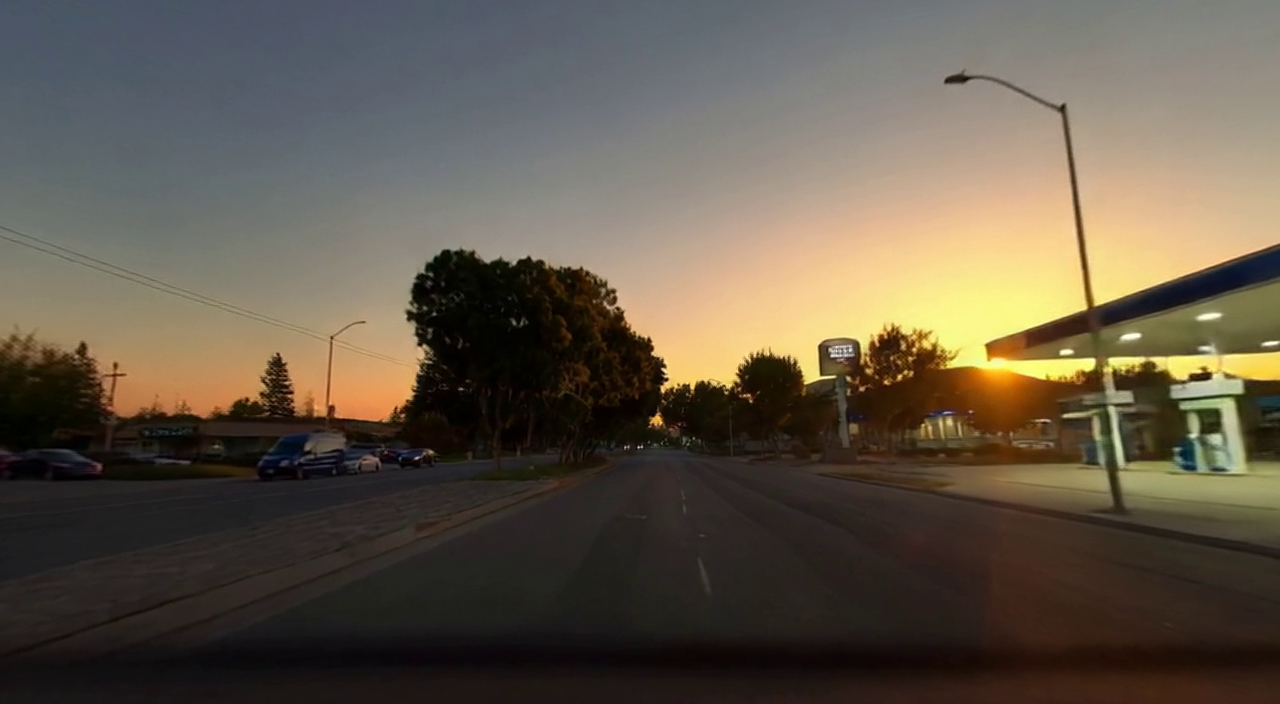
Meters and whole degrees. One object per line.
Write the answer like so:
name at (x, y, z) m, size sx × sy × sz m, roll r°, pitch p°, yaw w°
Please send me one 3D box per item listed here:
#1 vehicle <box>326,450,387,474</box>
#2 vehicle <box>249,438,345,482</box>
vehicle at (-18.545, 7.203, 41.491) m, size 1.829 × 1.462 × 4.463 m, roll 0°, pitch -9°, yaw 1°
vehicle at (-18.889, 5.929, 35.183) m, size 2.216 × 2.161 × 5.522 m, roll -3°, pitch -8°, yaw 0°
